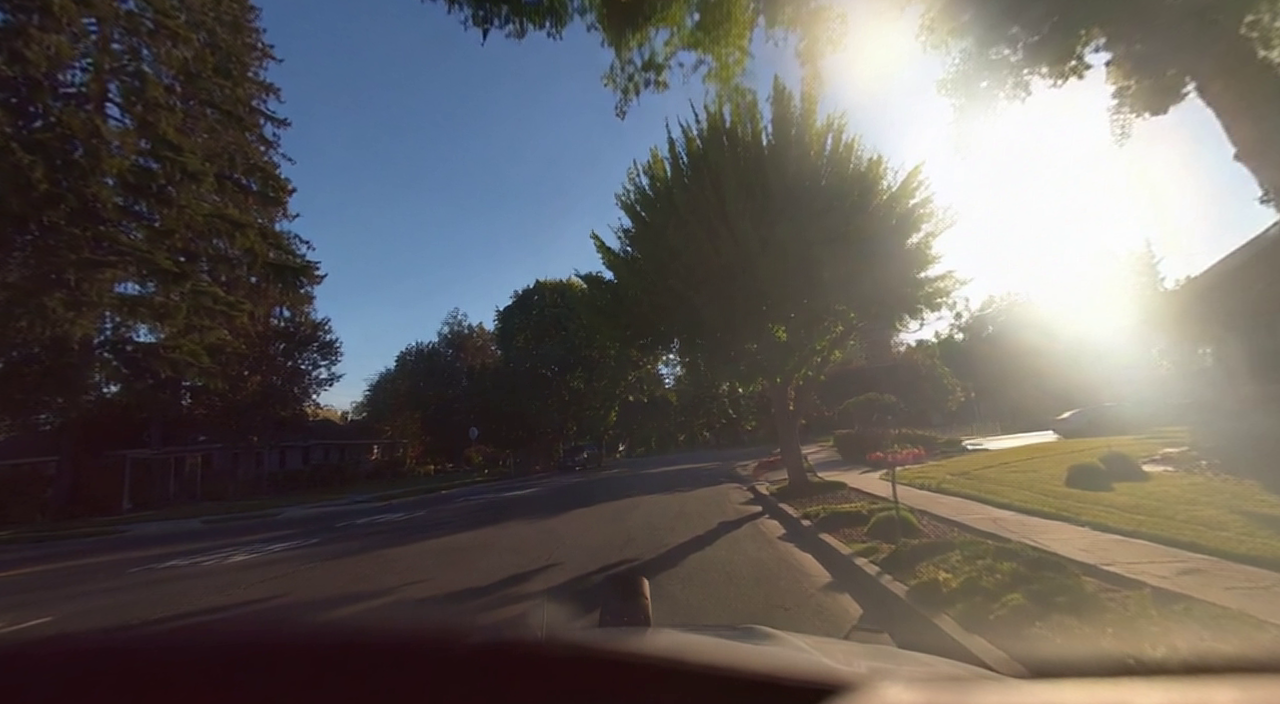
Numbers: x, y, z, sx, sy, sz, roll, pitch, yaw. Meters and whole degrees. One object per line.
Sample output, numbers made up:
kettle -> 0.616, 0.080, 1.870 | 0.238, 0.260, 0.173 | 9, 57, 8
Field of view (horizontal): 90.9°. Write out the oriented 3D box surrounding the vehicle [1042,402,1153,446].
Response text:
vehicle -> 18.501, 3.009, 25.762 | 1.806, 1.481, 4.671 | -6, -9, 12
